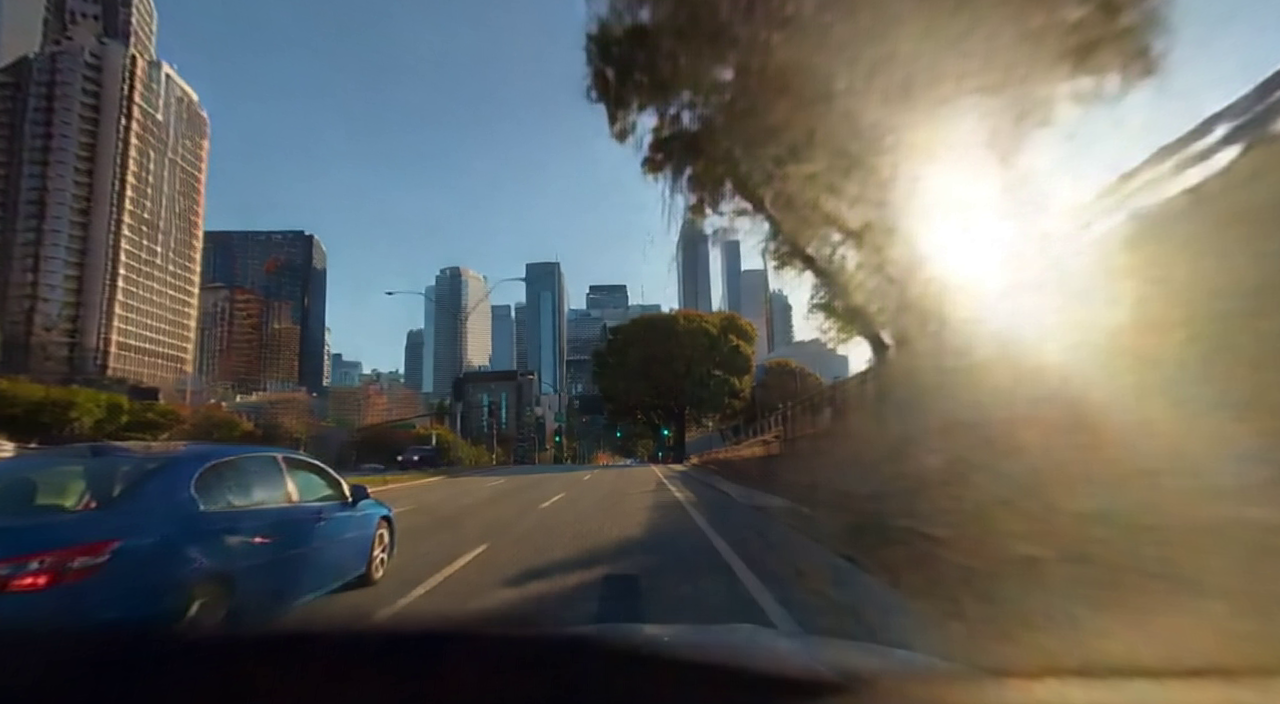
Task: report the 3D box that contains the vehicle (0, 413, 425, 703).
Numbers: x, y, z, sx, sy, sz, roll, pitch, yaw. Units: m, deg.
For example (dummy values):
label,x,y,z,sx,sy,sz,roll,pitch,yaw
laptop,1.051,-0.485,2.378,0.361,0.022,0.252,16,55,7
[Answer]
label,x,y,z,sx,sy,sz,roll,pitch,yaw
vehicle,-3.252,1.269,4.351,2.041,1.470,4.290,0,-8,0
